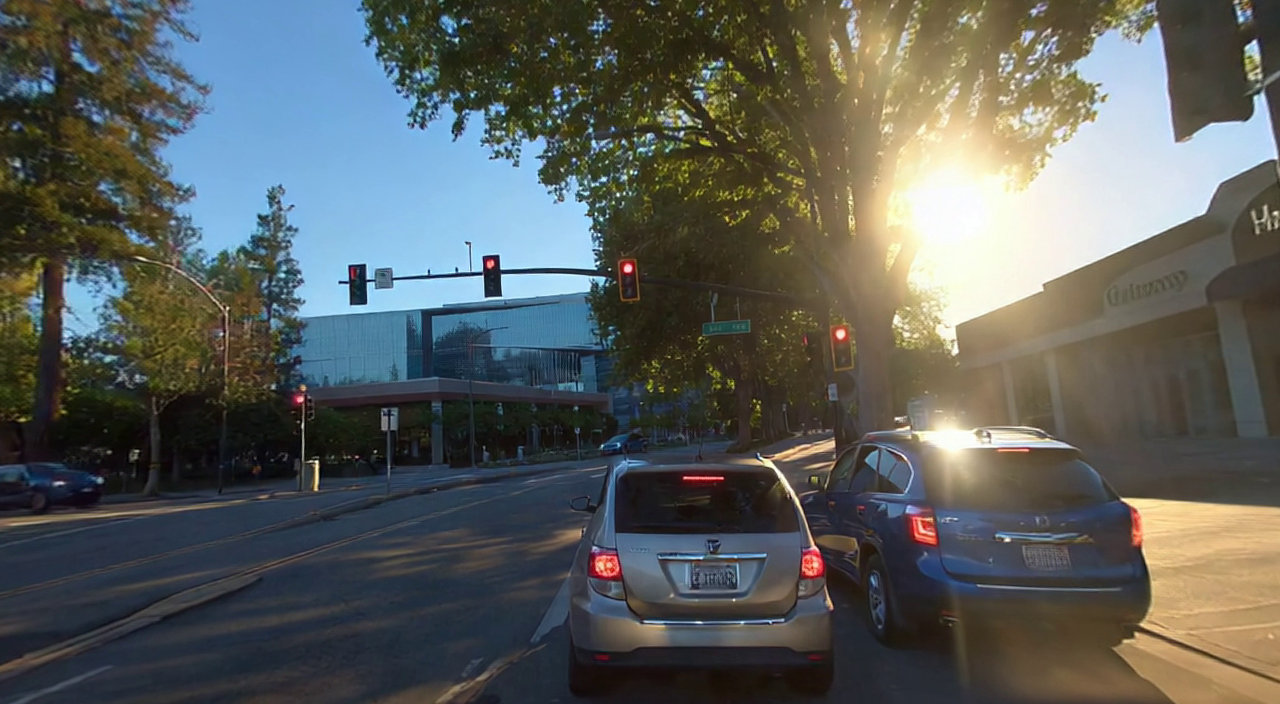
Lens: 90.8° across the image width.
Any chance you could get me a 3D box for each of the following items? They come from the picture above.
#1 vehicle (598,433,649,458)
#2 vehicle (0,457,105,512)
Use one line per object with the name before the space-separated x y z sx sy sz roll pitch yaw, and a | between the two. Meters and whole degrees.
vehicle | -1.187 7.014 47.303 2.244 1.792 4.648 -3 -9 20
vehicle | -22.014 4.719 22.843 4.715 1.745 2.026 -4 -9 23
